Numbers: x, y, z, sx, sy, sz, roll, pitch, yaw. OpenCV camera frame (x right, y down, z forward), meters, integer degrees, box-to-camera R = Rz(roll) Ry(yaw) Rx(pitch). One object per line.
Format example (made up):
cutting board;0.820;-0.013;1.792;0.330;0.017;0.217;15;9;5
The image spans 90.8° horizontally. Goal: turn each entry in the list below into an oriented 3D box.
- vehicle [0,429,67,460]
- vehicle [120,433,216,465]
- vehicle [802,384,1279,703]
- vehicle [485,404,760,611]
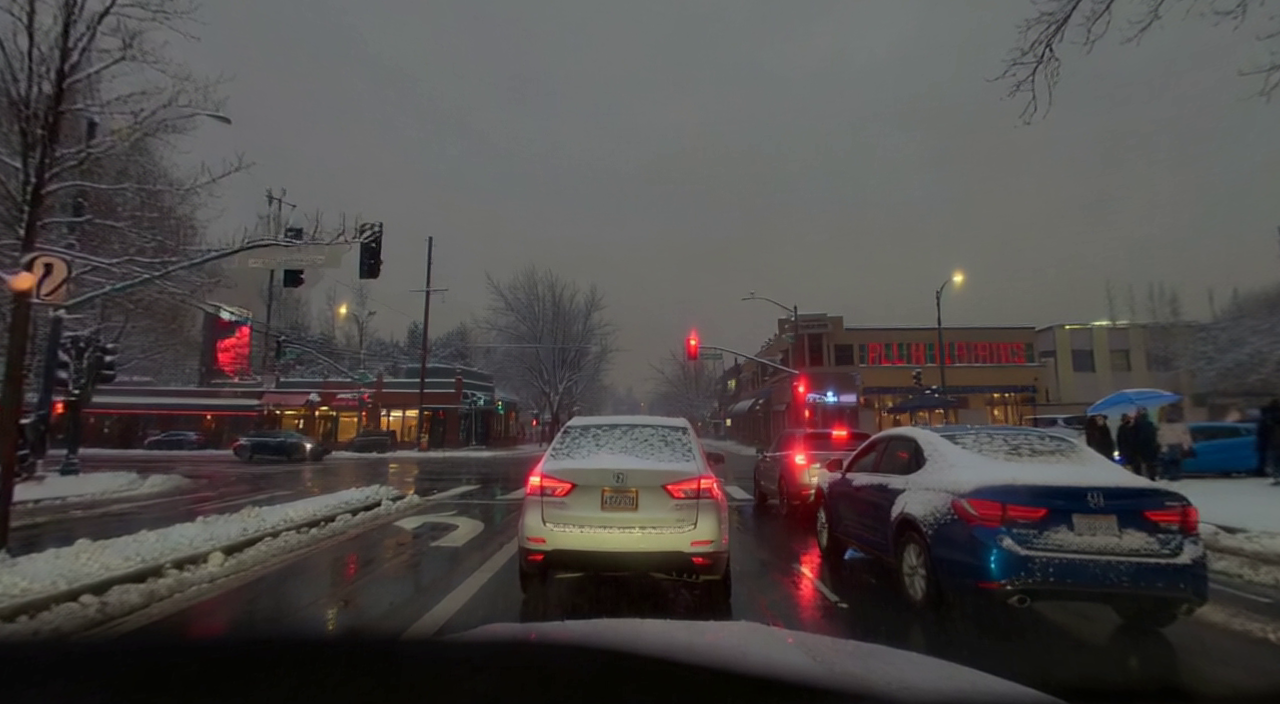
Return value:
vehicle;-34.556;5.178;35.390;4.164;1.652;2.087;-4;-9;26
vehicle;-25.384;5.215;33.989;4.253;1.570;2.132;-4;-9;23
vehicle;3.033;1.311;5.465;1.983;1.654;4.354;0;-8;-2
vehicle;-0.132;1.551;7.312;2.123;1.589;4.702;0;-8;0
